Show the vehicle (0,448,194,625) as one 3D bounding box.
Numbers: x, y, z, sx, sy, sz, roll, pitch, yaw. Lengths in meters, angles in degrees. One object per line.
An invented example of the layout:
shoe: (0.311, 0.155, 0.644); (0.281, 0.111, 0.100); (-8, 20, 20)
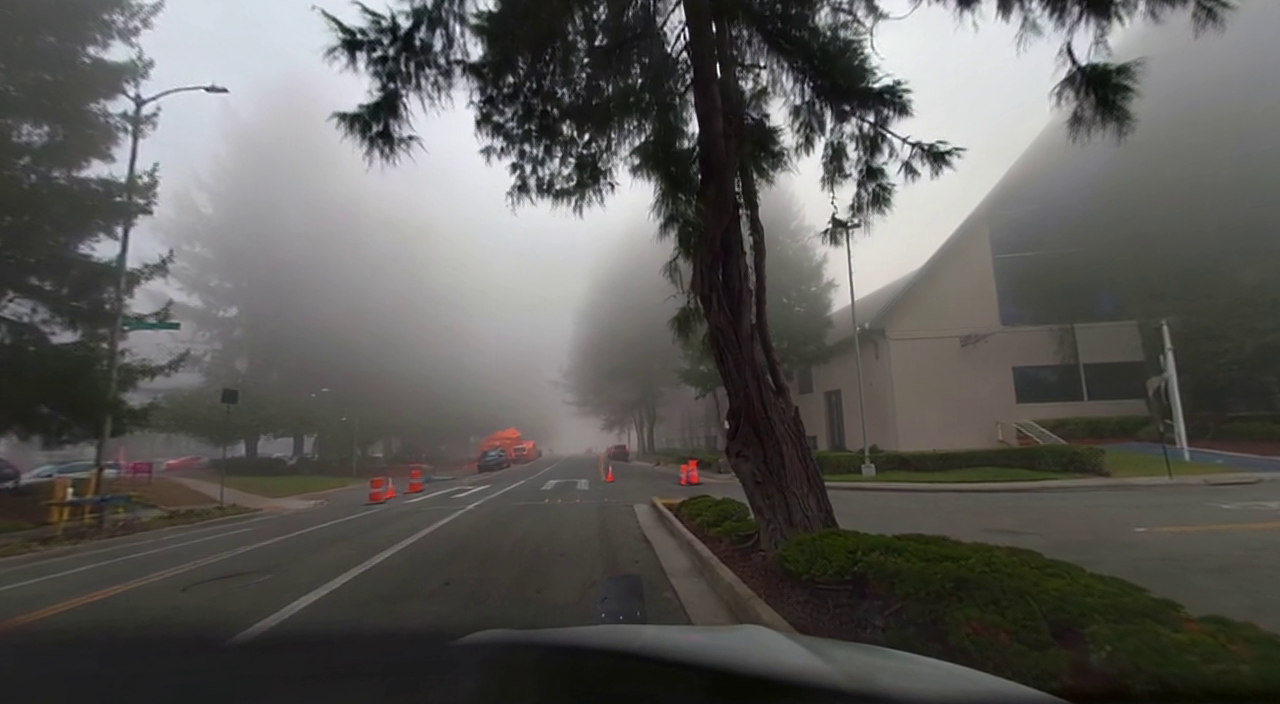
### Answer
vehicle: (-7.652, 1.676, 5.258); (2.961, 1.701, 7.563); (1, -8, -5)

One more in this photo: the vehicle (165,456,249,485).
vehicle: (-23.607, 6.452, 34.665); (1.771, 1.432, 4.363); (1, -8, -5)
